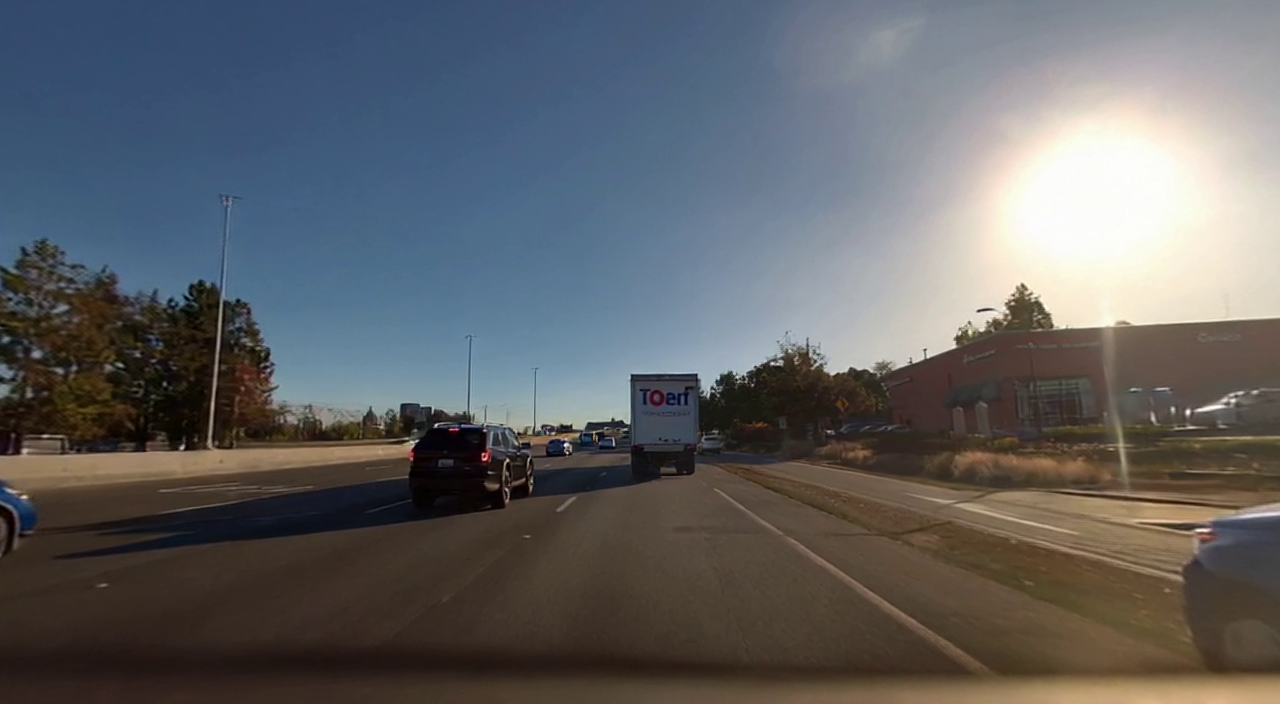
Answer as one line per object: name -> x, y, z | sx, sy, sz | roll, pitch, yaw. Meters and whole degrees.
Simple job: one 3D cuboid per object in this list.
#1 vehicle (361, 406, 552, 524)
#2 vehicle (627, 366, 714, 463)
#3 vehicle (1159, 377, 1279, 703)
vehicle -> -3.217, 2.132, 12.318 | 2.178, 1.826, 4.933 | 0, -8, 1
vehicle -> 2.103, 3.394, 34.307 | 3.657, 4.173, 13.731 | -1, -6, 7
vehicle -> 3.327, 0.554, 0.186 | 2.280, 1.511, 4.758 | 0, -9, 0
